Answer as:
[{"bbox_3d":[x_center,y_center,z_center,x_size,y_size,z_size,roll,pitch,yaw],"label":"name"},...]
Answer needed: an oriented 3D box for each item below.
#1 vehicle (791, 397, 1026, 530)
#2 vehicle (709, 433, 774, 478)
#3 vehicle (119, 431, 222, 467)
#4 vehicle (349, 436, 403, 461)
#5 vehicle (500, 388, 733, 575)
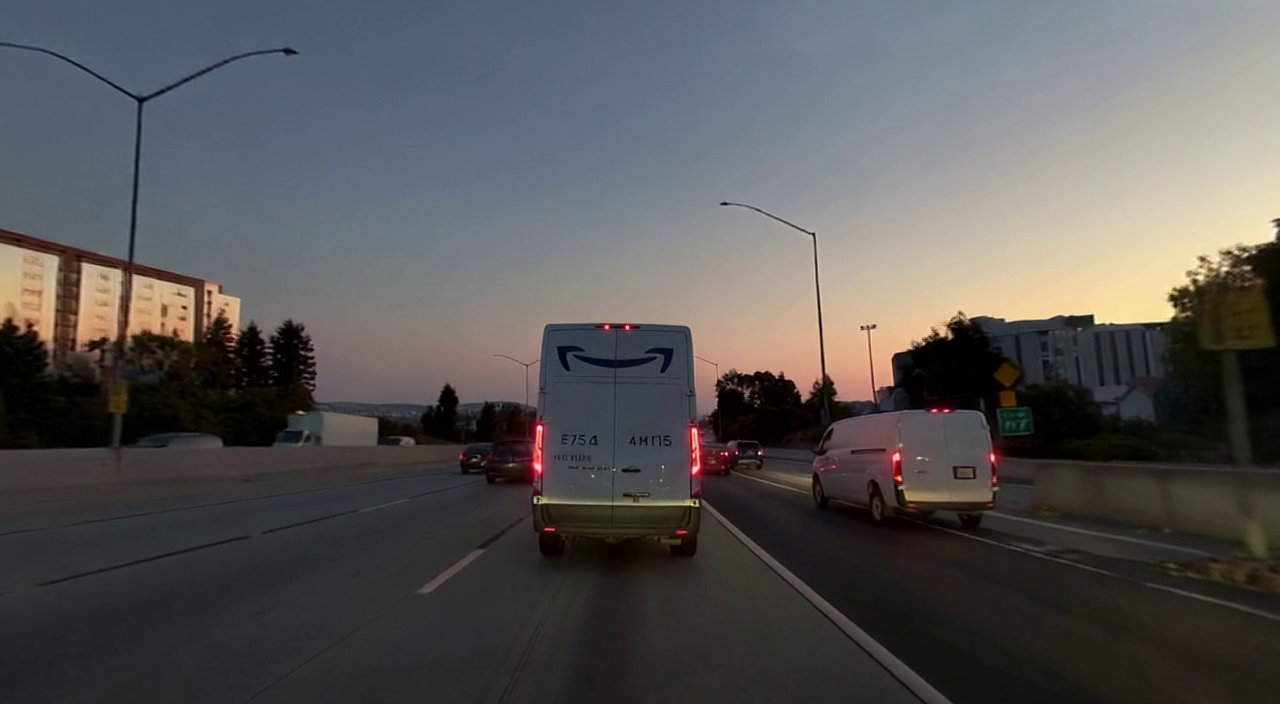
[{"bbox_3d":[4.726,2.095,12.291,2.179,1.999,5.331,1,-9,-1],"label":"vehicle"},{"bbox_3d":[4.211,4.383,26.843,2.064,1.720,4.416,0,-9,1],"label":"vehicle"},{"bbox_3d":[-19.333,4.010,26.112,1.541,1.399,3.472,1,-8,0],"label":"vehicle"},{"bbox_3d":[-16.055,5.887,38.467,1.619,1.467,3.619,0,-8,1],"label":"vehicle"},{"bbox_3d":[-0.198,1.603,8.479,2.287,1.823,4.369,0,-9,1],"label":"vehicle"}]
